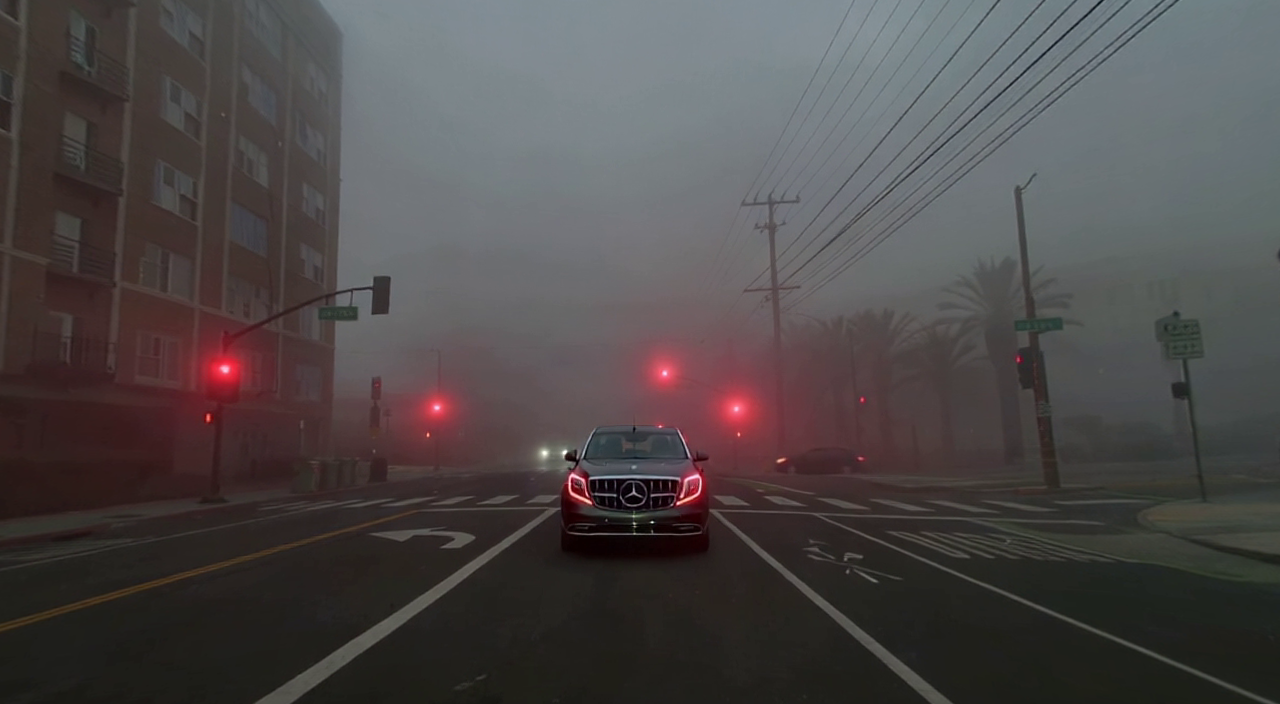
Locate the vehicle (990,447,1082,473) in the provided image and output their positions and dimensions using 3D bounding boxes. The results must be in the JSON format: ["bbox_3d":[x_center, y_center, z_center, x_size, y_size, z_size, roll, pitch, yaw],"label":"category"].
[{"bbox_3d":[24.202,6.596,38.676,4.417,1.462,1.761,0,-8,-1],"label":"vehicle"}]

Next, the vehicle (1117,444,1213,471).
[{"bbox_3d":[32.167,6.468,38.772,4.234,1.613,1.812,0,-8,-1],"label":"vehicle"}]

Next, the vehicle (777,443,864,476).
[{"bbox_3d":[10.435,6.177,36.462,4.649,1.760,2.029,-3,-9,19],"label":"vehicle"}]

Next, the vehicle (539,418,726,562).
[{"bbox_3d":[-0.084,1.873,9.229,2.144,1.643,3.770,0,-8,0],"label":"vehicle"}]
